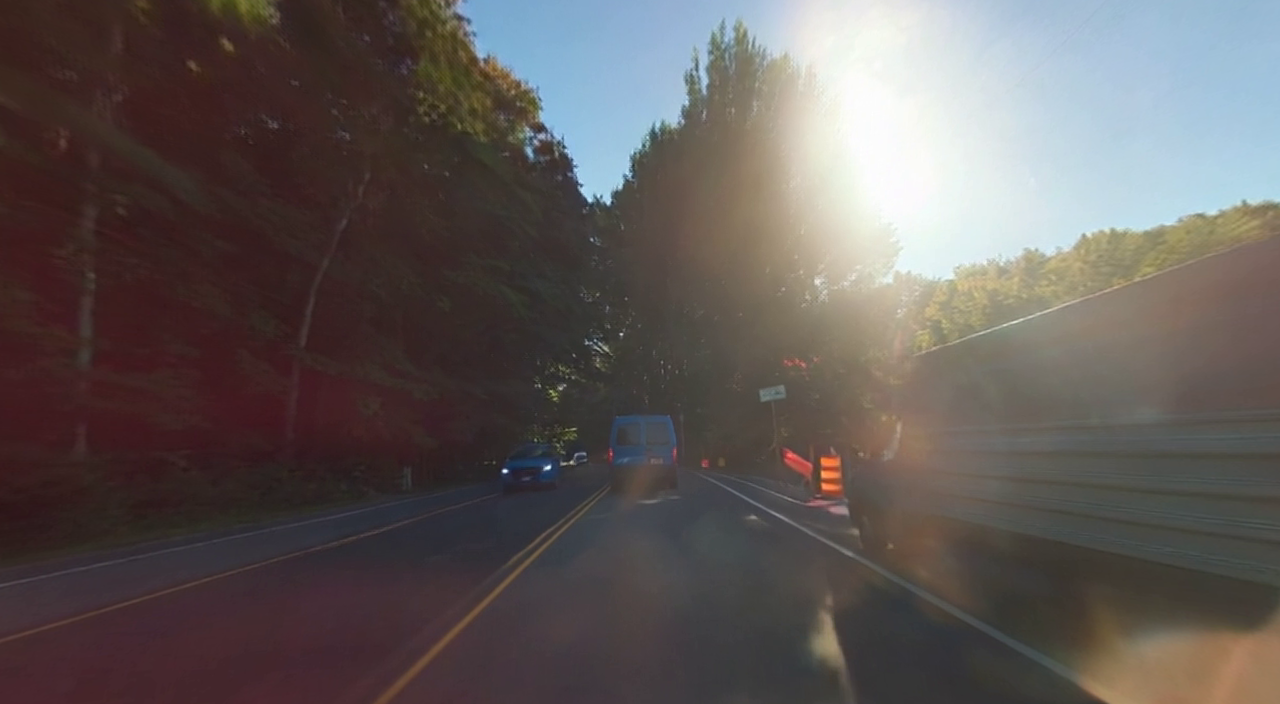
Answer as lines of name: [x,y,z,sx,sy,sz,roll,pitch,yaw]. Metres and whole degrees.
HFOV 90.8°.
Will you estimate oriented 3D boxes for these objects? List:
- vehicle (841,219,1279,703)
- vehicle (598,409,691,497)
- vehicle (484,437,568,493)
vehicle: [3.824,0.837,4.203,2.833,2.033,7.668,0,-8,3]
vehicle: [0.221,2.945,18.681,2.362,2.247,4.892,0,-8,3]
vehicle: [-4.078,4.157,23.613,2.230,1.842,5.014,0,-8,0]
